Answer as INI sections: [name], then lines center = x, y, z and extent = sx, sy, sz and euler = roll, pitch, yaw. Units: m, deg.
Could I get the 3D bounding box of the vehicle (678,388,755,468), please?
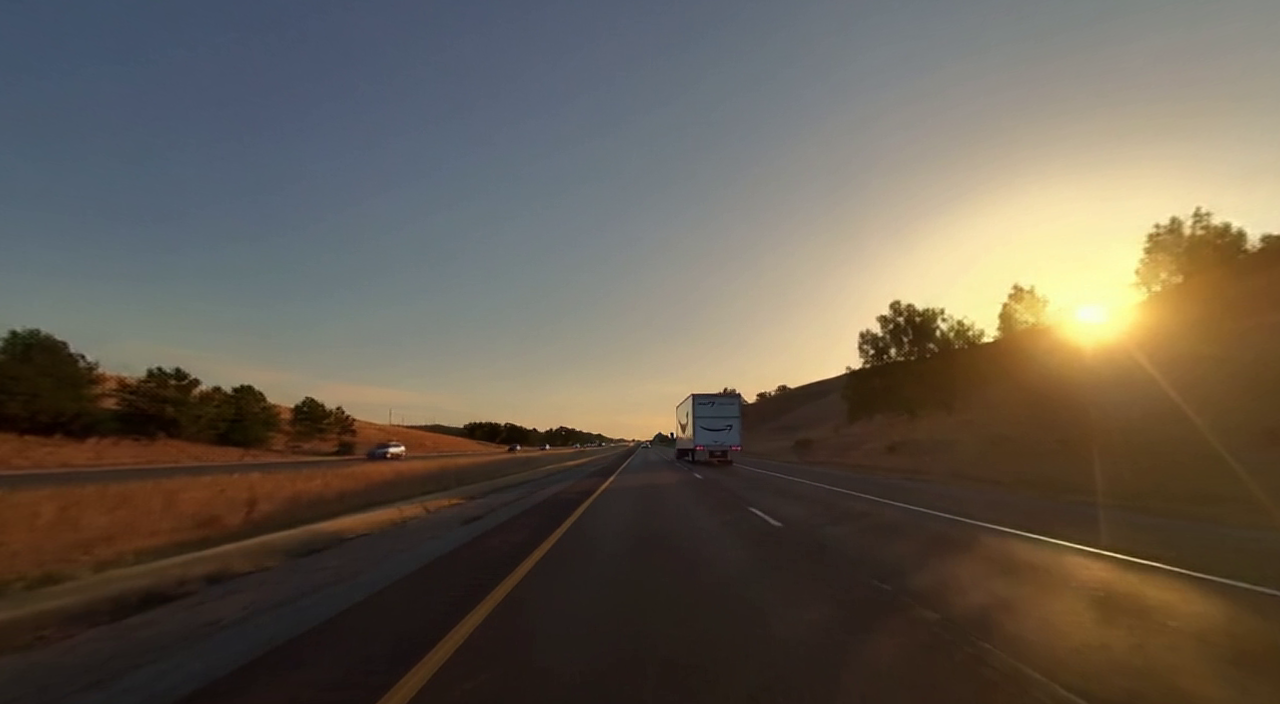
[vehicle]
center = 4.699, 5.355, 42.709
extent = 3.190, 4.365, 16.625
euler = 0, -8, 0
